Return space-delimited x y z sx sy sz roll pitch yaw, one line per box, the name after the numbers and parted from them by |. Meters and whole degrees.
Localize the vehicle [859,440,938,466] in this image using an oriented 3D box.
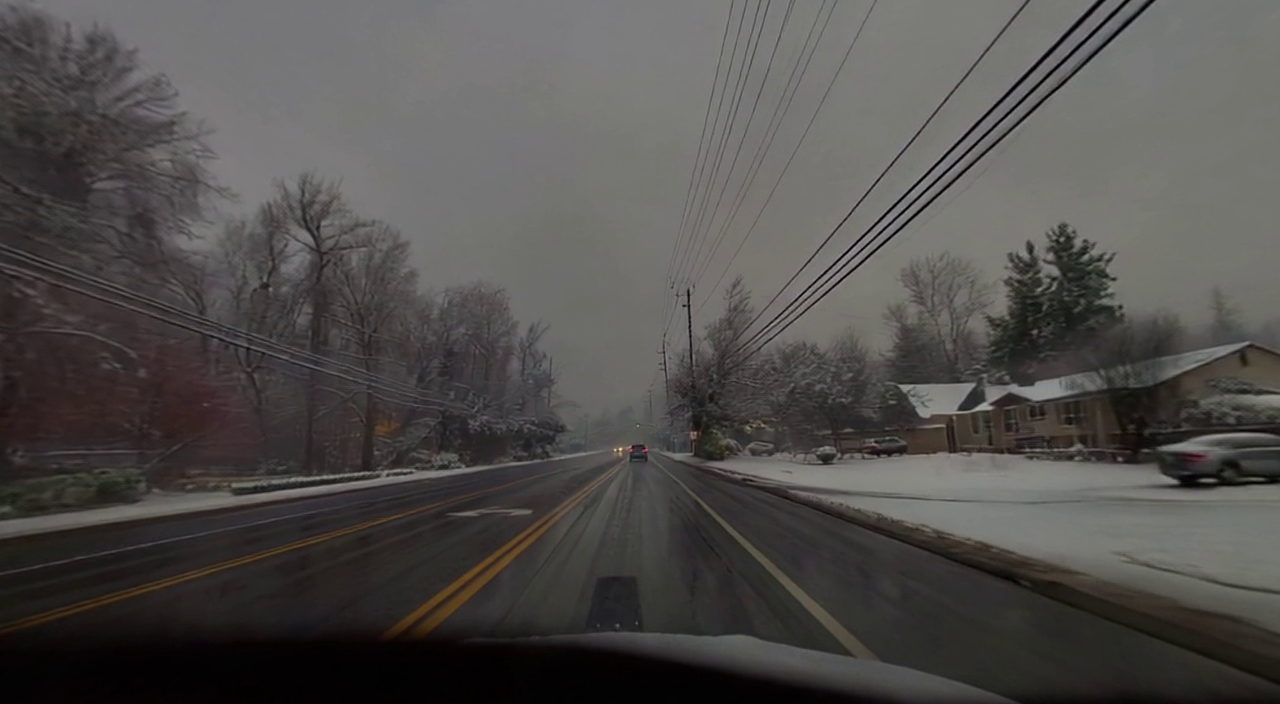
16.341 6.438 39.890 4.153 1.442 1.822 -2 -11 0 | vehicle

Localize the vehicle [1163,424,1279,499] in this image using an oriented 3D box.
14.446 2.403 13.992 3.855 1.548 1.937 0 -8 0 | vehicle
